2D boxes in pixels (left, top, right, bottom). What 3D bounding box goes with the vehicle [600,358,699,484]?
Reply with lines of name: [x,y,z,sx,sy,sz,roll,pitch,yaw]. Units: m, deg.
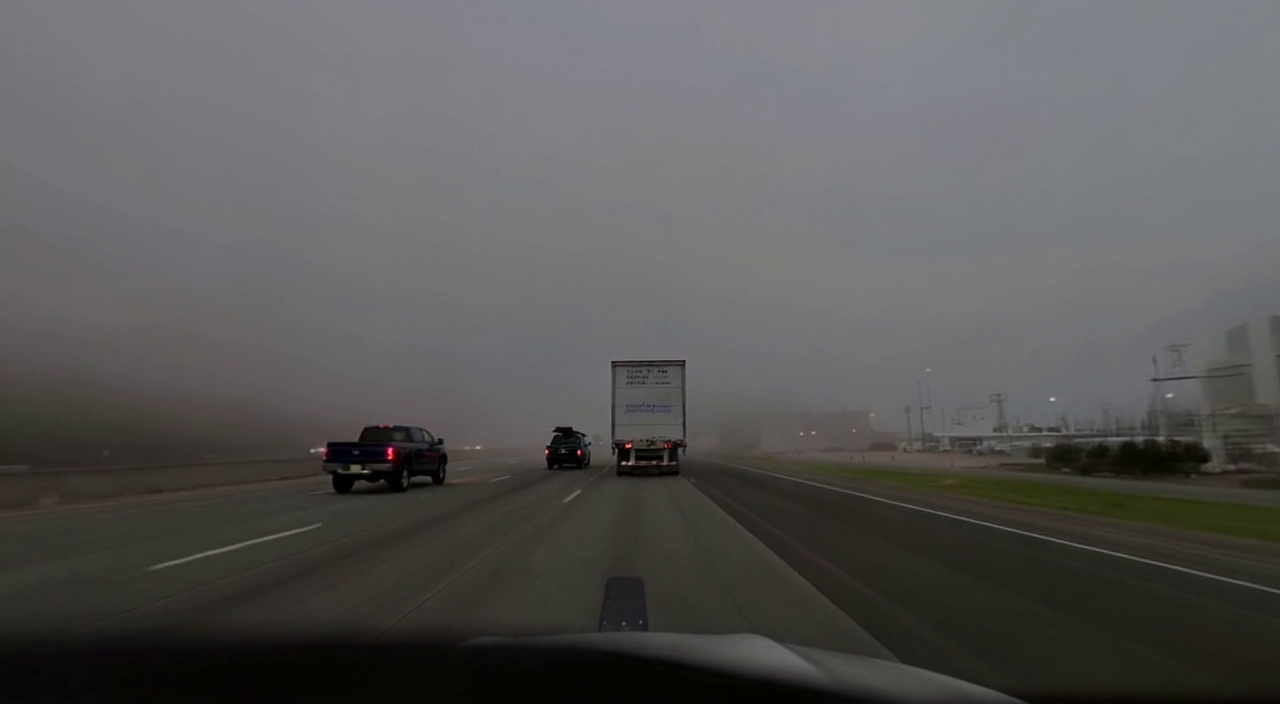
vehicle: [0.246,2.787,23.834,2.941,3.794,9.851,0,-9,0]

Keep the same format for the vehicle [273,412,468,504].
vehicle: [-6.684,2.750,16.750,2.479,1.978,5.952,0,-9,1]

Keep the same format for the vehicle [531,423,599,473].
vehicle: [-3.332,4.474,29.435,2.379,2.075,6.169,0,-9,1]
